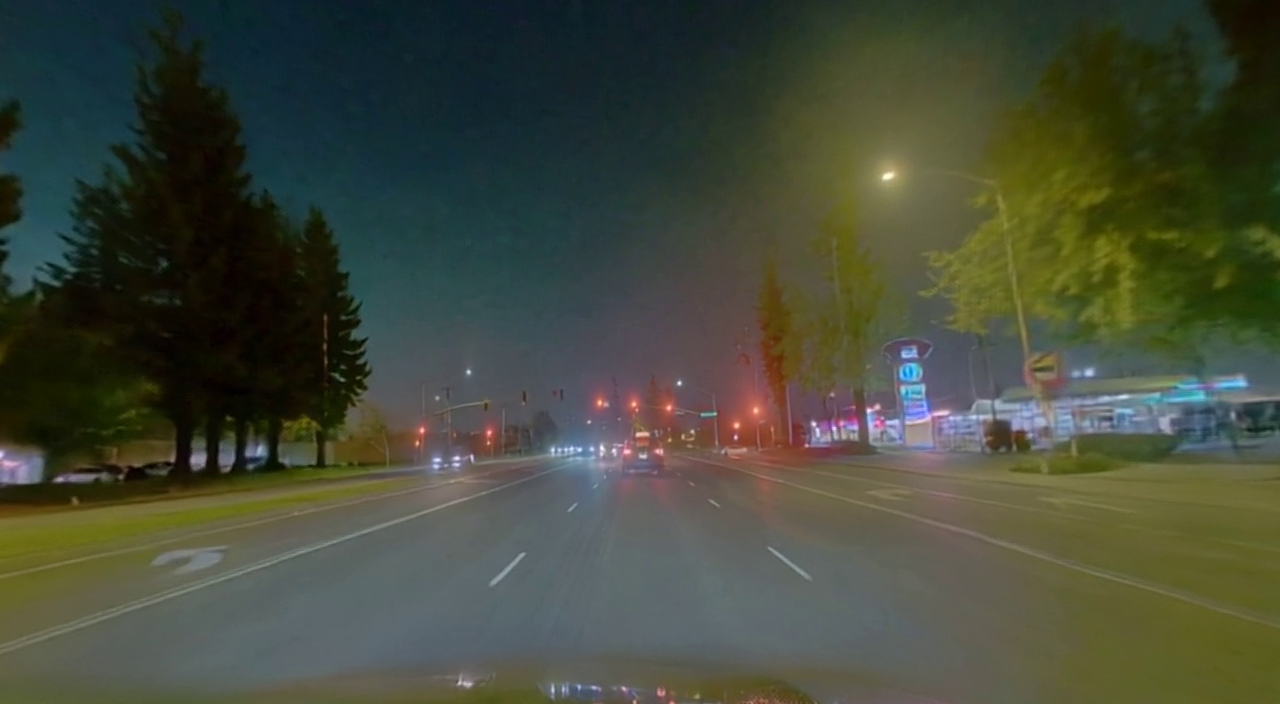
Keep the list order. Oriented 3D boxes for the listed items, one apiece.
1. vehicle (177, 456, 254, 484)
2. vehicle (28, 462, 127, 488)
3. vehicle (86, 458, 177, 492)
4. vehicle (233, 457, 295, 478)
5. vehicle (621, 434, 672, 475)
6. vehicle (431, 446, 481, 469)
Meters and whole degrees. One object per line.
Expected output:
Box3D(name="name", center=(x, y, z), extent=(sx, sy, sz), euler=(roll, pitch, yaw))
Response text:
Box3D(name="vehicle", center=(-28.088, 7.748, 41.623), extent=(4.428, 1.708, 1.952), euler=(-4, -9, 21))
Box3D(name="vehicle", center=(-38.238, 8.353, 42.945), extent=(4.536, 1.613, 2.000), euler=(4, -9, -25))
Box3D(name="vehicle", center=(-28.052, 6.702, 34.689), extent=(4.662, 1.677, 2.026), euler=(-5, -9, 27))
Box3D(name="vehicle", center=(-28.560, 8.754, 47.774), extent=(4.538, 1.469, 1.912), euler=(-5, -10, 29))
Box3D(name="vehicle", center=(0.288, 4.743, 29.317), extent=(2.213, 1.715, 4.242), euler=(0, -9, 0))
Box3D(name="vehicle", center=(-12.355, 7.113, 42.605), extent=(1.911, 1.489, 4.423), euler=(-1, -8, 2))
